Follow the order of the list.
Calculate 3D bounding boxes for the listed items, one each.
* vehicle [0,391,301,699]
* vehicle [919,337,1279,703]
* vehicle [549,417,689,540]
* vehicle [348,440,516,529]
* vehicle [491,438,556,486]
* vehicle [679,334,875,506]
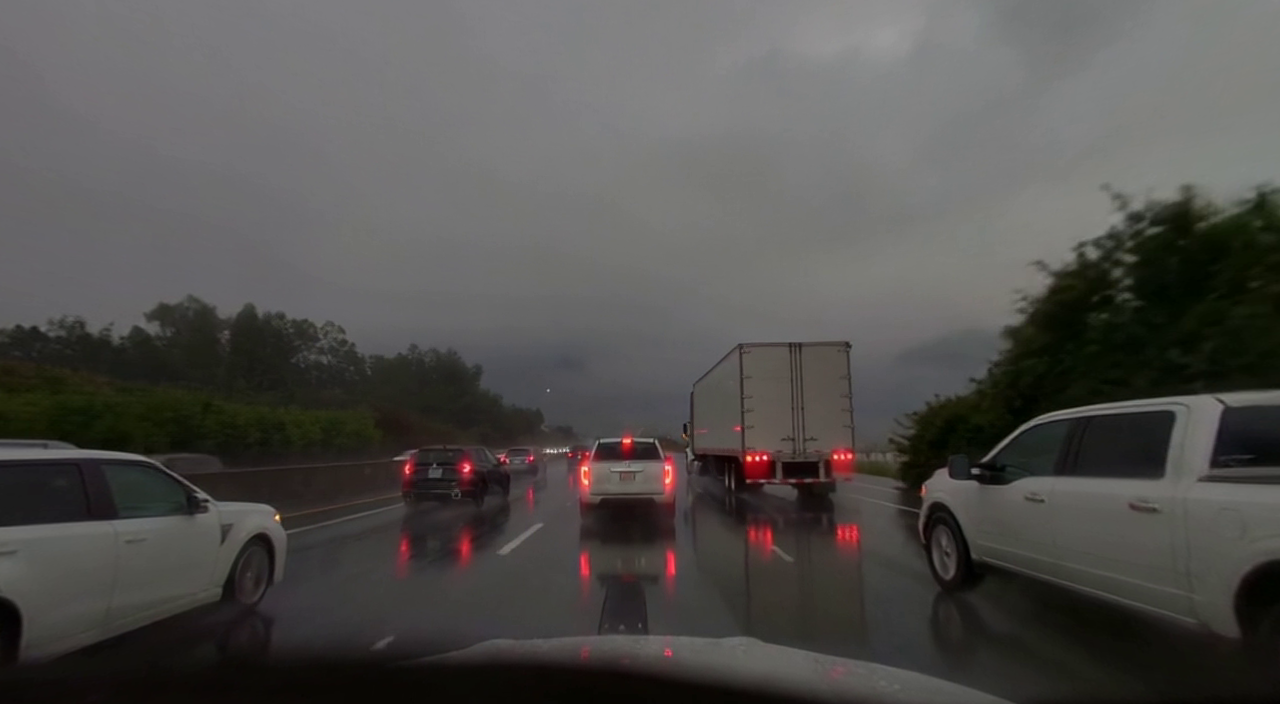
[{"bbox_3d":[-4.299,1.173,4.271,1.789,1.620,3.841,0,-9,1],"label":"vehicle"},{"bbox_3d":[3.639,0.964,3.454,2.076,1.751,4.666,0,-9,0],"label":"vehicle"},{"bbox_3d":[-0.309,2.181,11.382,2.037,1.792,4.194,0,-9,0],"label":"vehicle"},{"bbox_3d":[-3.986,2.598,12.957,1.923,1.503,4.293,0,-9,1],"label":"vehicle"},{"bbox_3d":[-4.737,4.554,26.255,1.959,1.808,3.790,0,-9,0],"label":"vehicle"},{"bbox_3d":[3.734,2.805,22.877,3.186,4.111,15.553,0,-9,-2],"label":"vehicle"}]
